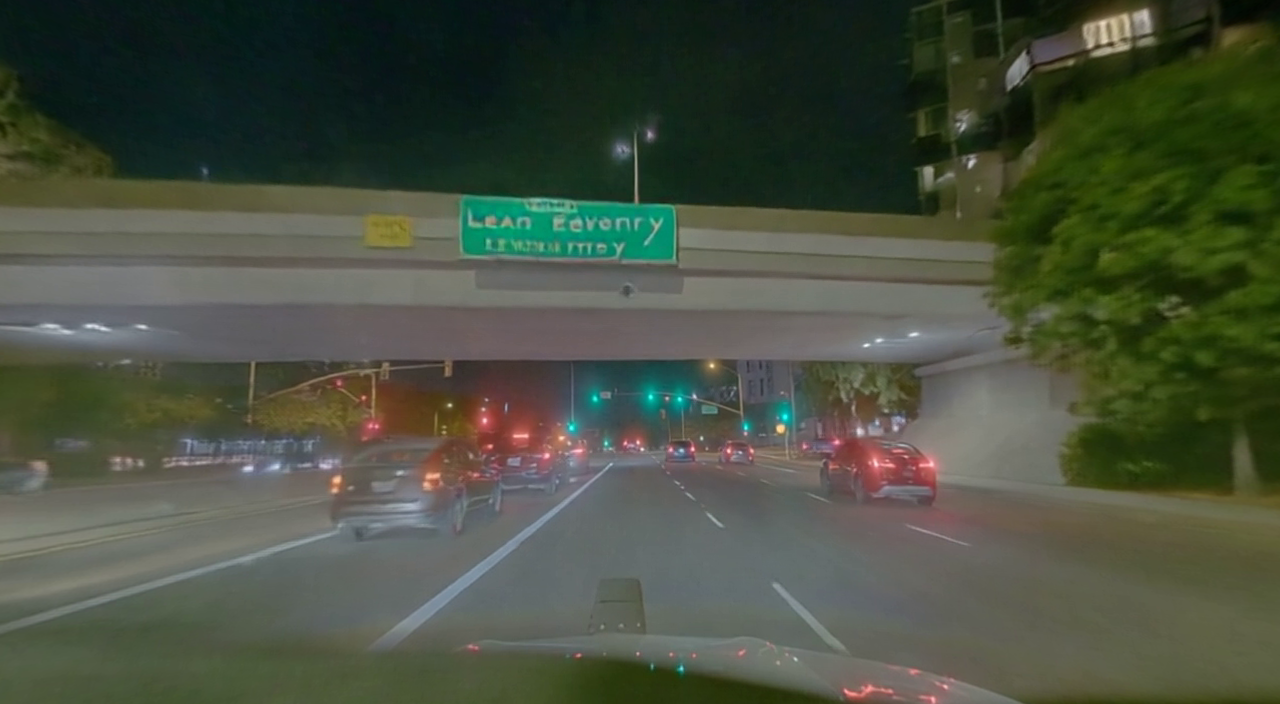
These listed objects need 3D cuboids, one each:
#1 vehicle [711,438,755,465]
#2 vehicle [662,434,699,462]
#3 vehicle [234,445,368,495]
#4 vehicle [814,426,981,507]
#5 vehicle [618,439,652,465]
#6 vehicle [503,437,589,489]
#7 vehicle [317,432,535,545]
[{"bbox_3d":[5.695,6.162,39.066,1.924,1.527,4.268,0,-8,-2],"label":"vehicle"},{"bbox_3d":[2.664,6.429,41.960,2.034,1.762,4.420,0,-8,-2],"label":"vehicle"},{"bbox_3d":[-11.231,3.905,21.191,1.891,1.406,4.222,2,-9,4],"label":"vehicle"},{"bbox_3d":[5.875,2.669,15.086,2.056,1.624,4.498,0,-8,-1],"label":"vehicle"},{"bbox_3d":[-0.331,6.141,38.657,2.026,1.453,3.780,0,-8,-1],"label":"vehicle"},{"bbox_3d":[-2.870,3.511,20.215,1.980,1.491,4.351,0,-8,1],"label":"vehicle"},{"bbox_3d":[-3.177,2.104,10.403,2.041,1.466,4.212,0,-8,1],"label":"vehicle"}]
